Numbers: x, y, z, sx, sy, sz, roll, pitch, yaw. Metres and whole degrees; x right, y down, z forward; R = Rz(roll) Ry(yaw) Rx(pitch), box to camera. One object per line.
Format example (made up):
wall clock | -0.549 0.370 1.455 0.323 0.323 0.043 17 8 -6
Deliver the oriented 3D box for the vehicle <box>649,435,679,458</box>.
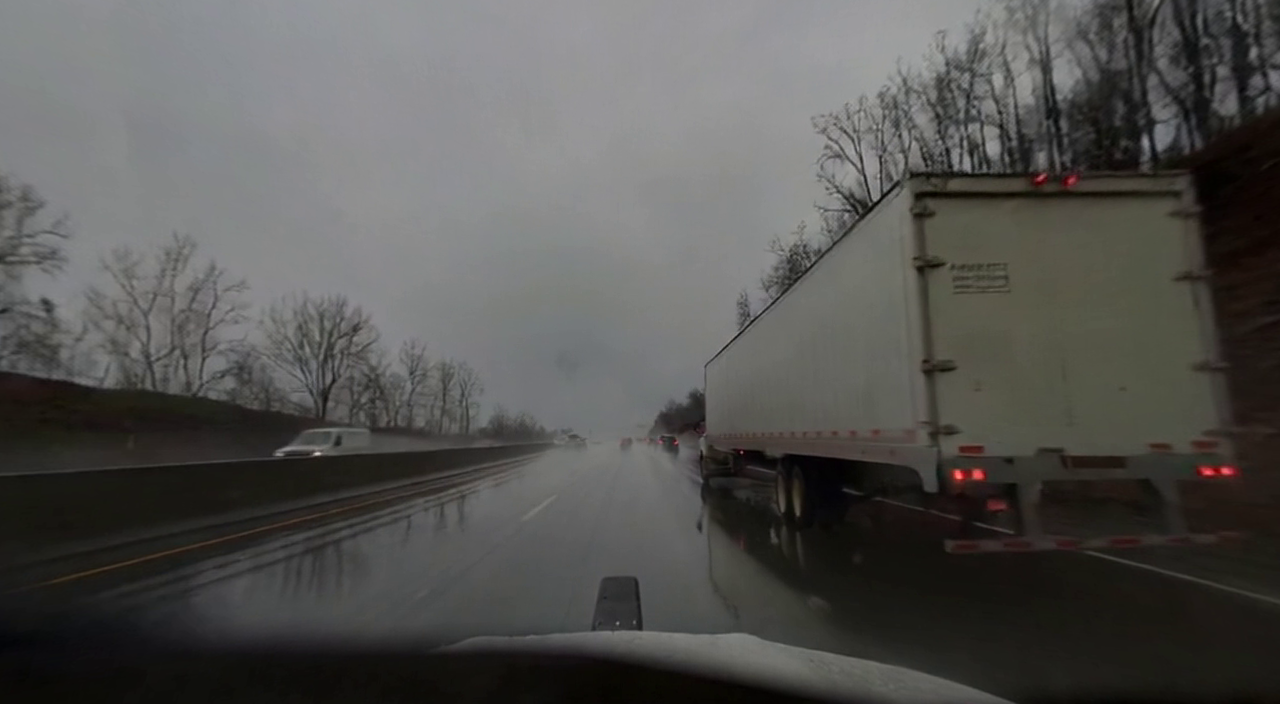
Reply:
vehicle | 1.862 7.418 49.656 2.124 1.696 4.173 0 -8 -1

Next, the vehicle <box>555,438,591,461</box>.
vehicle | -4.436 6.529 42.317 2.017 1.484 4.088 0 -8 -1

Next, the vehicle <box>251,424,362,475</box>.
vehicle | -16.672 4.879 31.922 2.403 2.328 5.838 0 -8 0

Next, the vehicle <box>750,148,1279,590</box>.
vehicle | 4.024 0.642 9.939 2.906 3.999 8.621 0 -8 -1
